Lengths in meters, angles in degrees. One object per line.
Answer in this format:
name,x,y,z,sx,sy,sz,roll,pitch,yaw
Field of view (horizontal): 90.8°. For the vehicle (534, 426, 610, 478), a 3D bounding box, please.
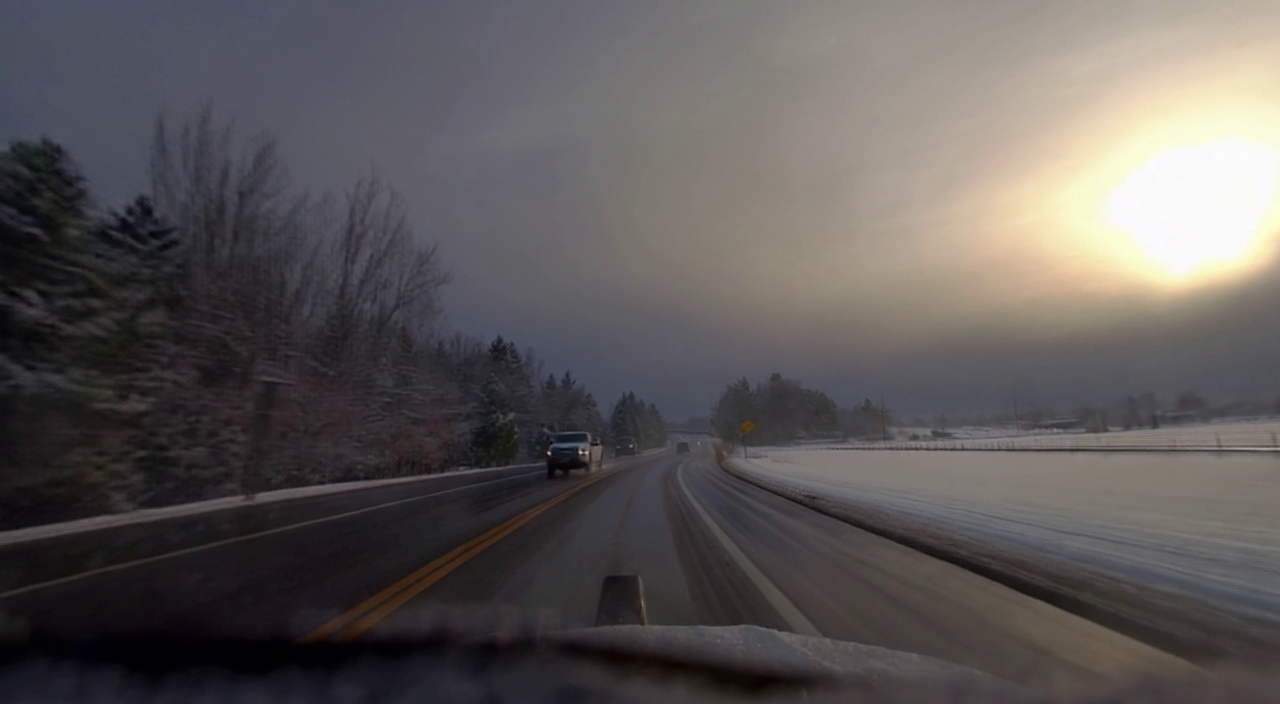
vehicle,-3.359,5.195,33.176,2.825,2.376,7.468,-1,-8,3
